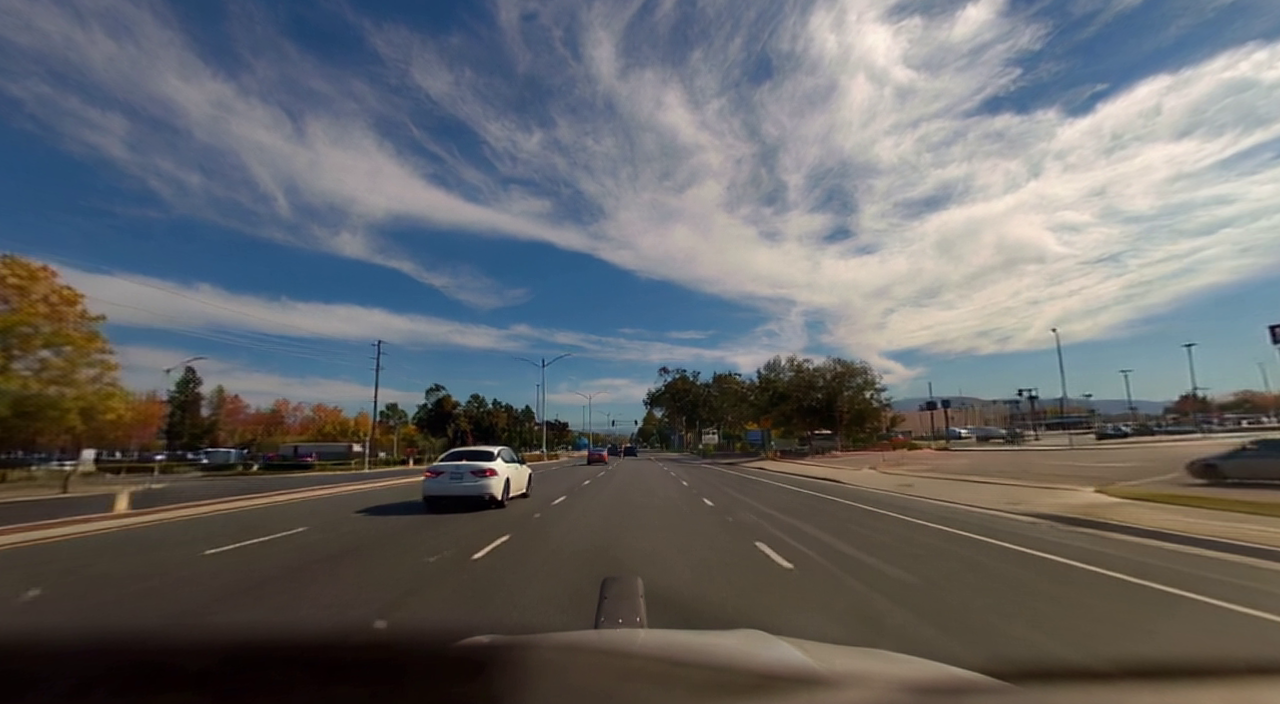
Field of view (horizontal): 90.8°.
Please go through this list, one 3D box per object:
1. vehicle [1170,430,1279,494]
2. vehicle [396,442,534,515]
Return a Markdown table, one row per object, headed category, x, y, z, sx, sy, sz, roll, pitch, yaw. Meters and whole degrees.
| category | x | y | z | sx | sy | sz | roll | pitch | yaw |
| --- | --- | --- | --- | --- | --- | --- | --- | --- | --- |
| vehicle | 16.201 | 2.668 | 15.531 | 4.429 | 1.459 | 1.967 | -1 | -9 | 2 |
| vehicle | -3.936 | 2.919 | 15.138 | 2.003 | 1.454 | 4.484 | 0 | -9 | 0 |
